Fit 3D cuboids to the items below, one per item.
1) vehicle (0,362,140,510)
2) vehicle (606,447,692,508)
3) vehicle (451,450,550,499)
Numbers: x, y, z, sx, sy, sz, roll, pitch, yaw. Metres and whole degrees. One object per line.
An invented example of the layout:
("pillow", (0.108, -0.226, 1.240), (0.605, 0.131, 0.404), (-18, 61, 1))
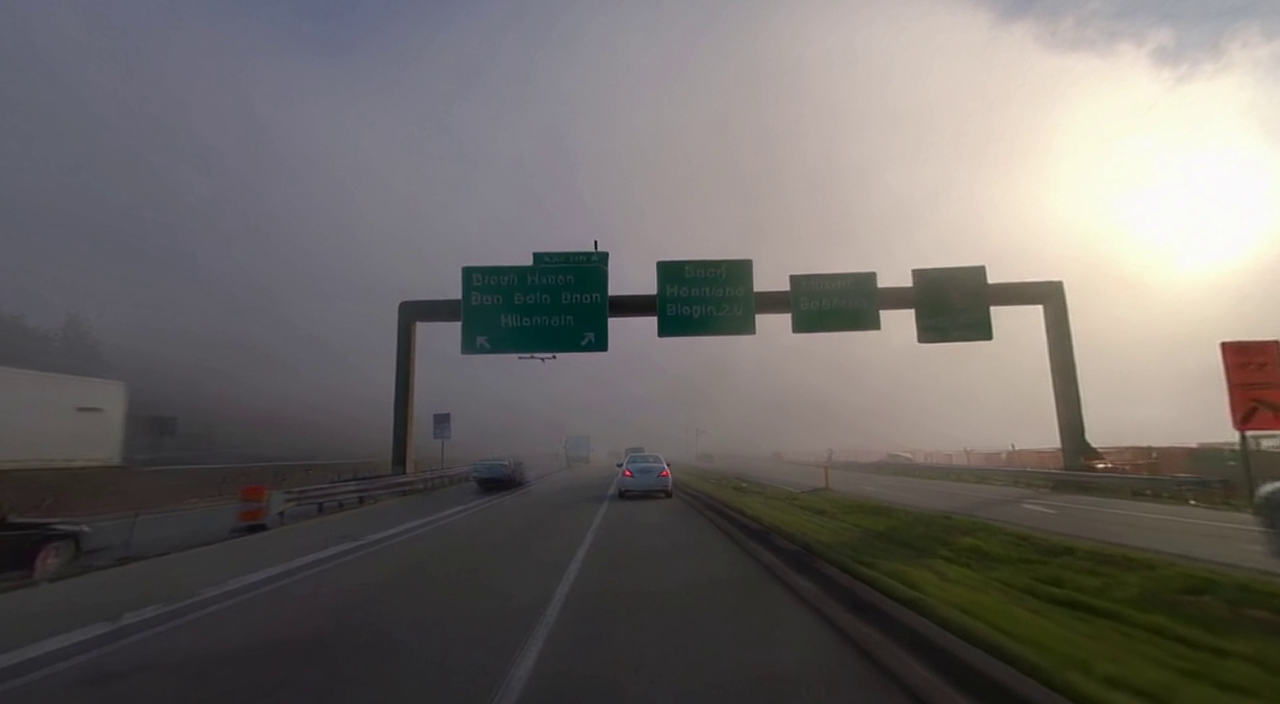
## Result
("vehicle", (-19.131, 1.978, 15.124), (2.839, 4.040, 14.032), (0, -9, -1))
("vehicle", (0.227, 3.323, 17.068), (2.080, 1.451, 3.512), (0, -9, 0))
("vehicle", (-4.388, 3.904, 20.446), (2.063, 1.417, 4.000), (-1, -9, 4))
